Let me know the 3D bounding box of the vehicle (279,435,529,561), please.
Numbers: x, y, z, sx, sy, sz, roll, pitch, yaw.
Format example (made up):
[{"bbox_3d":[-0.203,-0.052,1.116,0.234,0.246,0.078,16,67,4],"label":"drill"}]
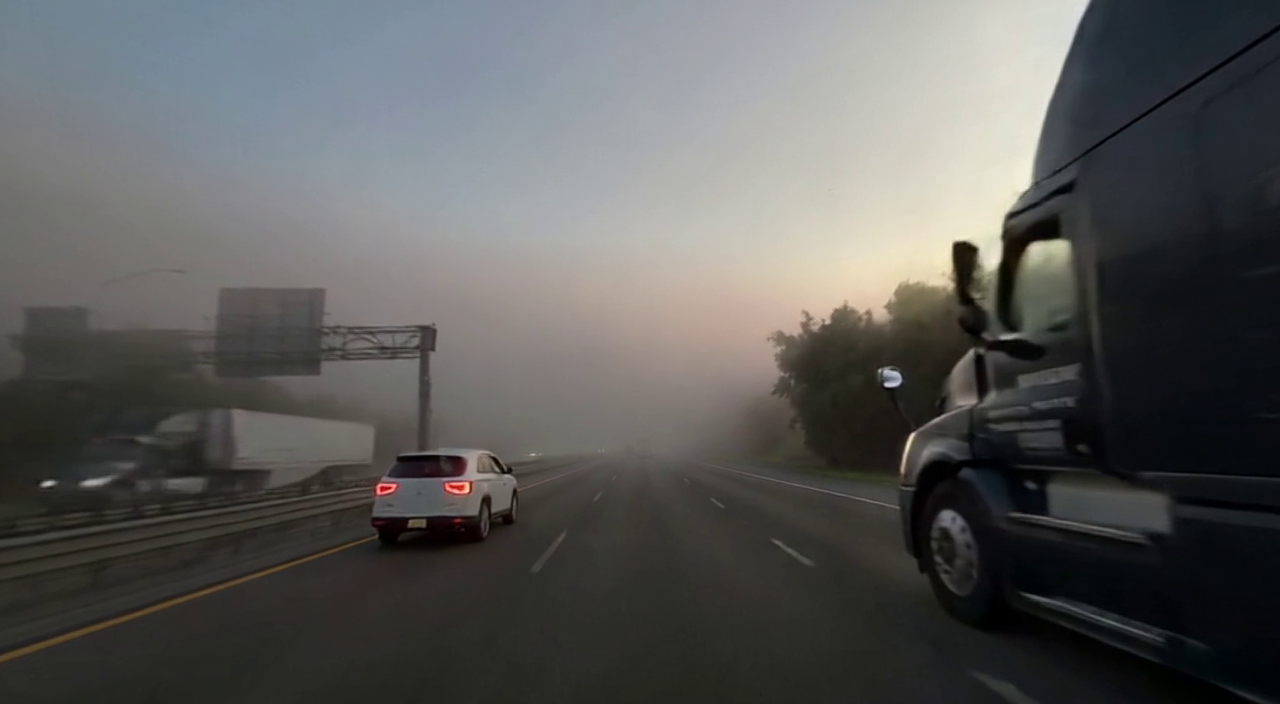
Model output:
[{"bbox_3d":[-3.228,2.109,9.890,2.054,1.475,4.708,0,-9,1],"label":"vehicle"}]

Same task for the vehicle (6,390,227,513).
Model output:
[{"bbox_3d":[-19.344,3.755,23.957,2.931,4.031,6.057,0,-9,0],"label":"vehicle"}]
